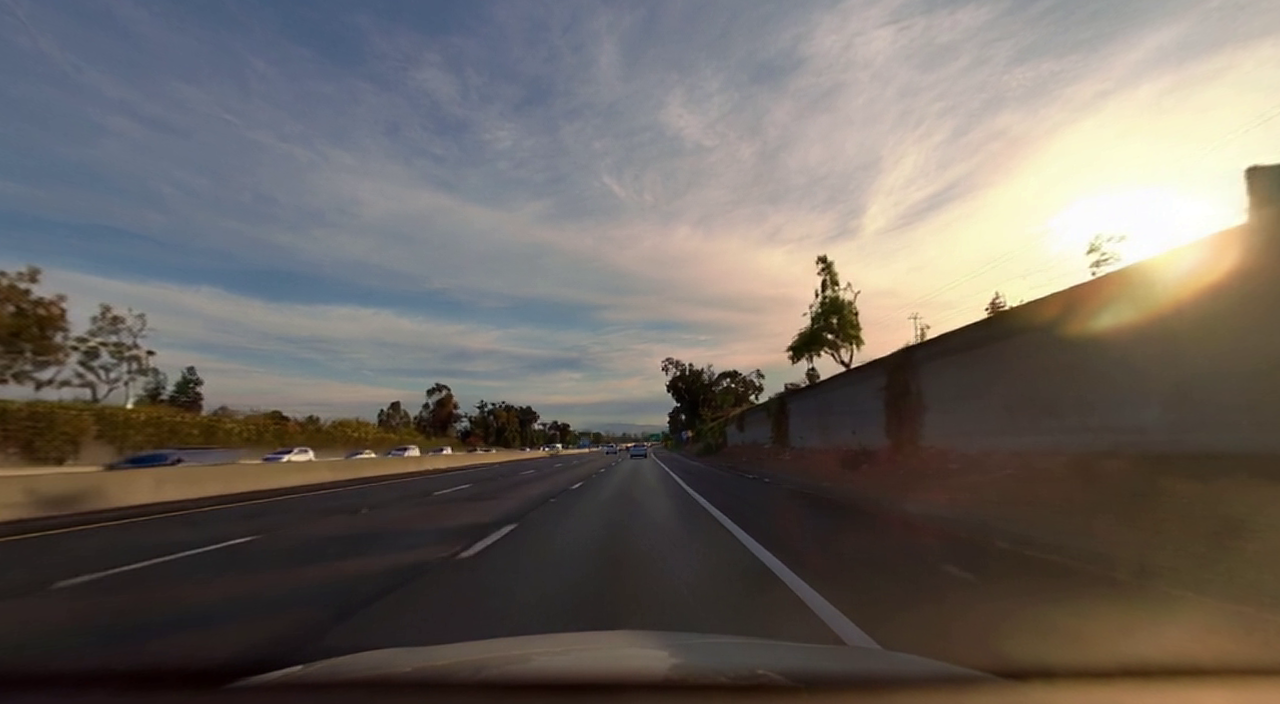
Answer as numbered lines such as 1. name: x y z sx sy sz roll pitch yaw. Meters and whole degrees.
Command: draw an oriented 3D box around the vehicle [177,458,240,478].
1. vehicle: -33.880 9.100 49.557 1.800 1.470 4.330 0 -9 1
